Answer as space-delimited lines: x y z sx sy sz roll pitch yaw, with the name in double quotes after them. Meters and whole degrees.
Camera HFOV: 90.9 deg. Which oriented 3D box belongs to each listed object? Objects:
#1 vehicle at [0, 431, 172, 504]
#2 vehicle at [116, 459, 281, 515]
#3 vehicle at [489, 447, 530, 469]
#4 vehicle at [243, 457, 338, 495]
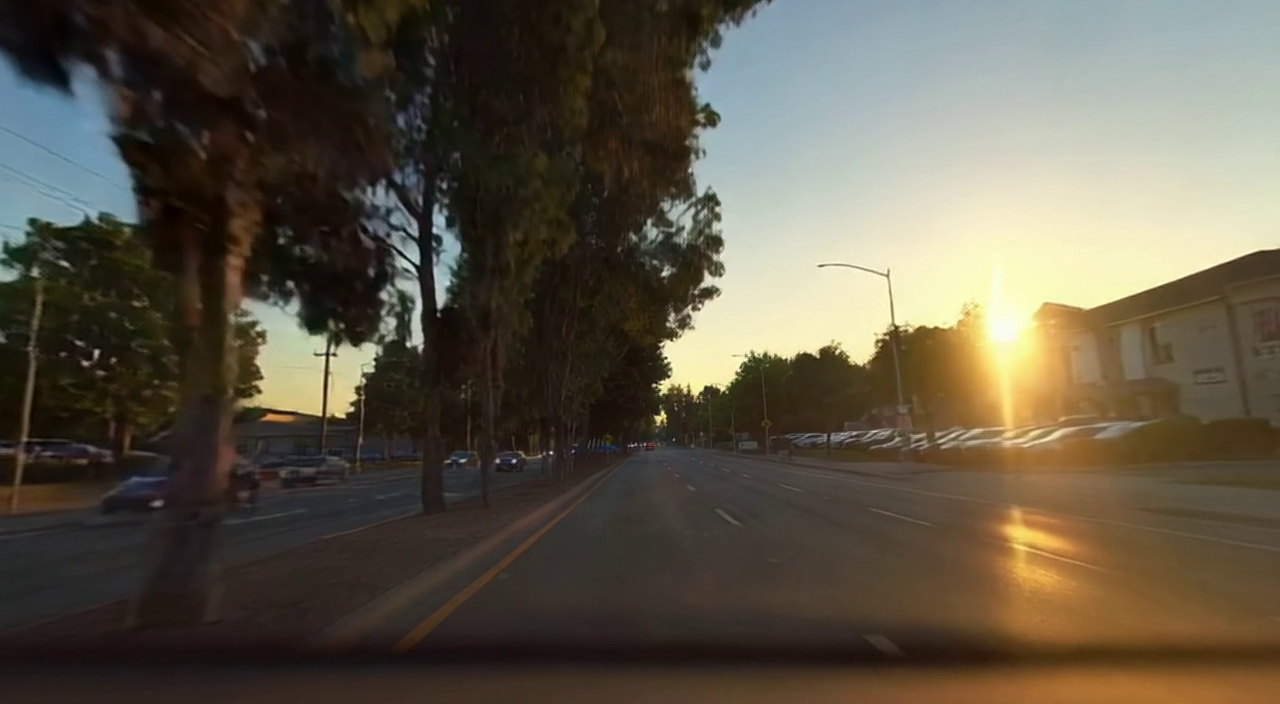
-36.290 7.136 38.954 2.908 3.933 16.577 -3 -9 -3 "vehicle"
-13.592 4.133 19.847 1.858 1.454 4.524 -1 -9 1 "vehicle"
-9.636 7.827 46.811 1.942 1.468 4.708 0 -9 1 "vehicle"
-16.774 5.953 30.561 1.910 1.589 4.568 0 -9 1 "vehicle"
